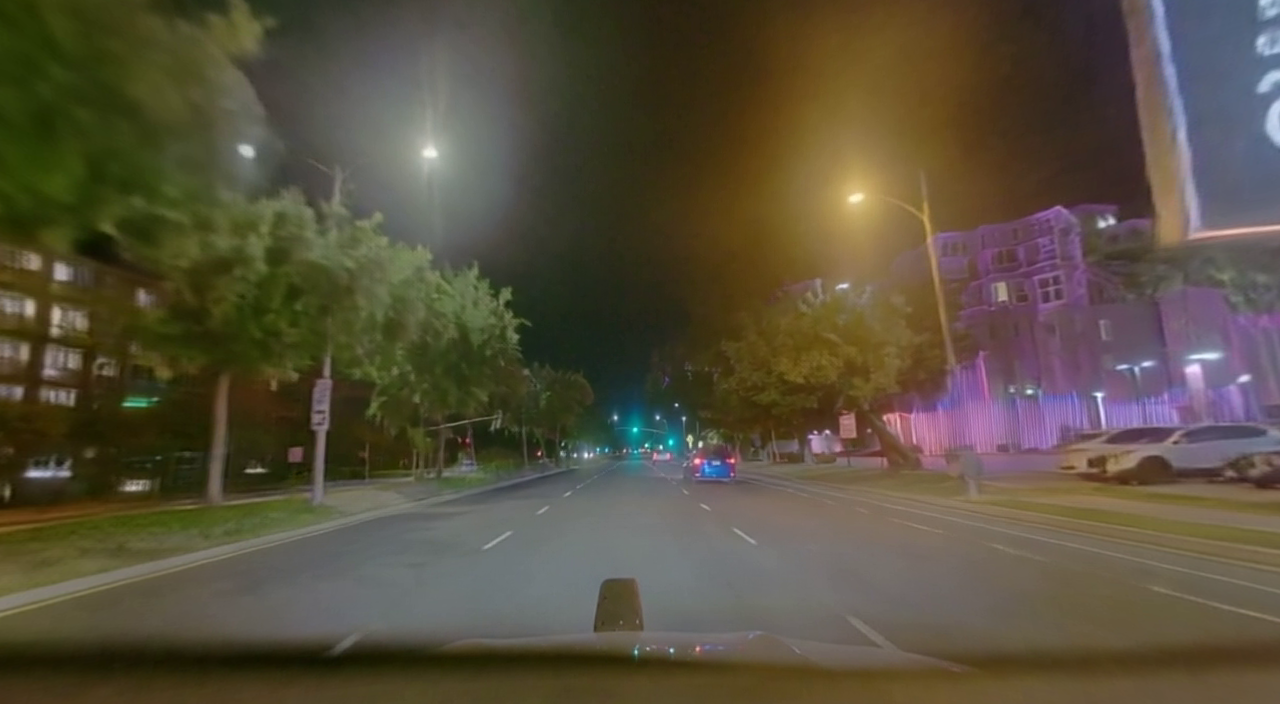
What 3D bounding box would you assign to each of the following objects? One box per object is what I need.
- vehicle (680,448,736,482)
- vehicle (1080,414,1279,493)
[{"bbox_3d":[3.202,5.446,30.798,2.033,1.482,4.571,0,-9,-2],"label":"vehicle"},{"bbox_3d":[14.924,2.758,17.359,4.072,1.768,1.923,-4,-8,0],"label":"vehicle"}]
